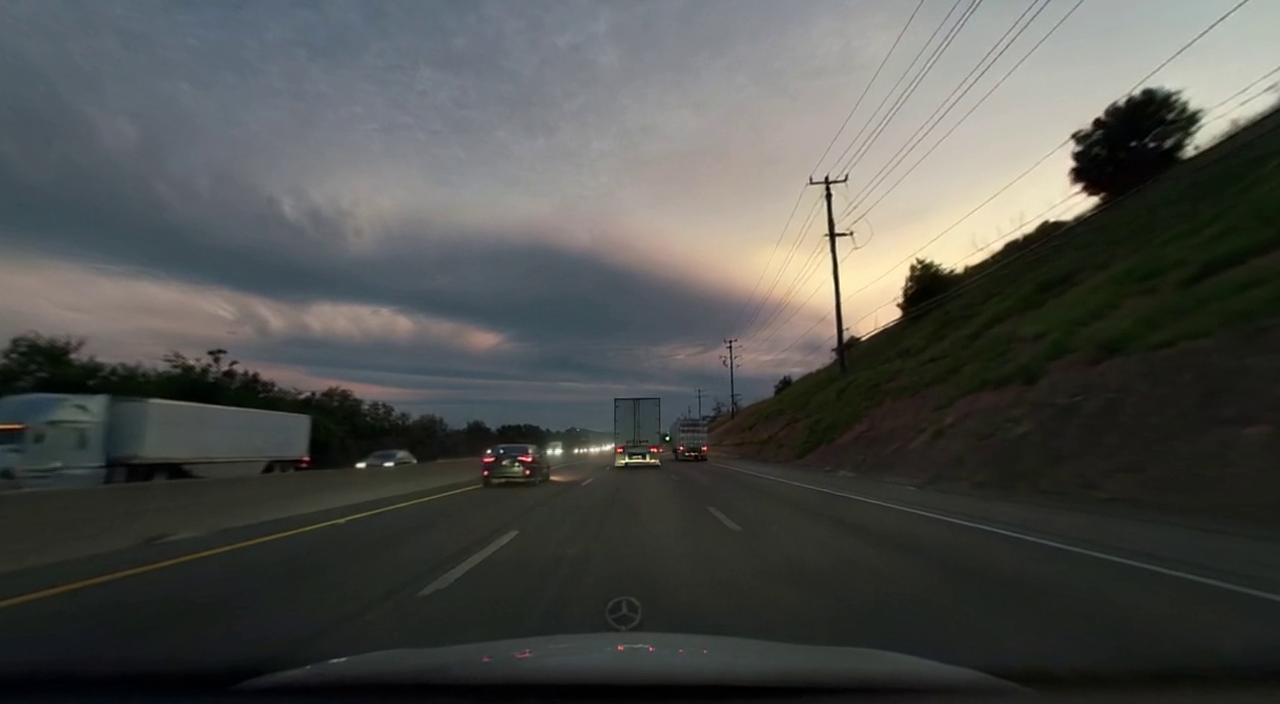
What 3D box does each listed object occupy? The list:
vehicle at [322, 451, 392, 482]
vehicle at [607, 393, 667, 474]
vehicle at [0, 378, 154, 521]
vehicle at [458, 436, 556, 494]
[{"bbox_3d":[-15.273,6.191,34.336,1.867,1.518,4.106,0,-9,0],"label":"vehicle"},{"bbox_3d":[-0.129,4.897,36.992,2.985,4.025,10.982,0,-9,0],"label":"vehicle"},{"bbox_3d":[-19.767,3.151,20.436,2.983,4.049,5.976,0,-9,0],"label":"vehicle"},{"bbox_3d":[-4.171,3.630,20.645,2.170,1.657,4.573,0,-9,1],"label":"vehicle"}]
